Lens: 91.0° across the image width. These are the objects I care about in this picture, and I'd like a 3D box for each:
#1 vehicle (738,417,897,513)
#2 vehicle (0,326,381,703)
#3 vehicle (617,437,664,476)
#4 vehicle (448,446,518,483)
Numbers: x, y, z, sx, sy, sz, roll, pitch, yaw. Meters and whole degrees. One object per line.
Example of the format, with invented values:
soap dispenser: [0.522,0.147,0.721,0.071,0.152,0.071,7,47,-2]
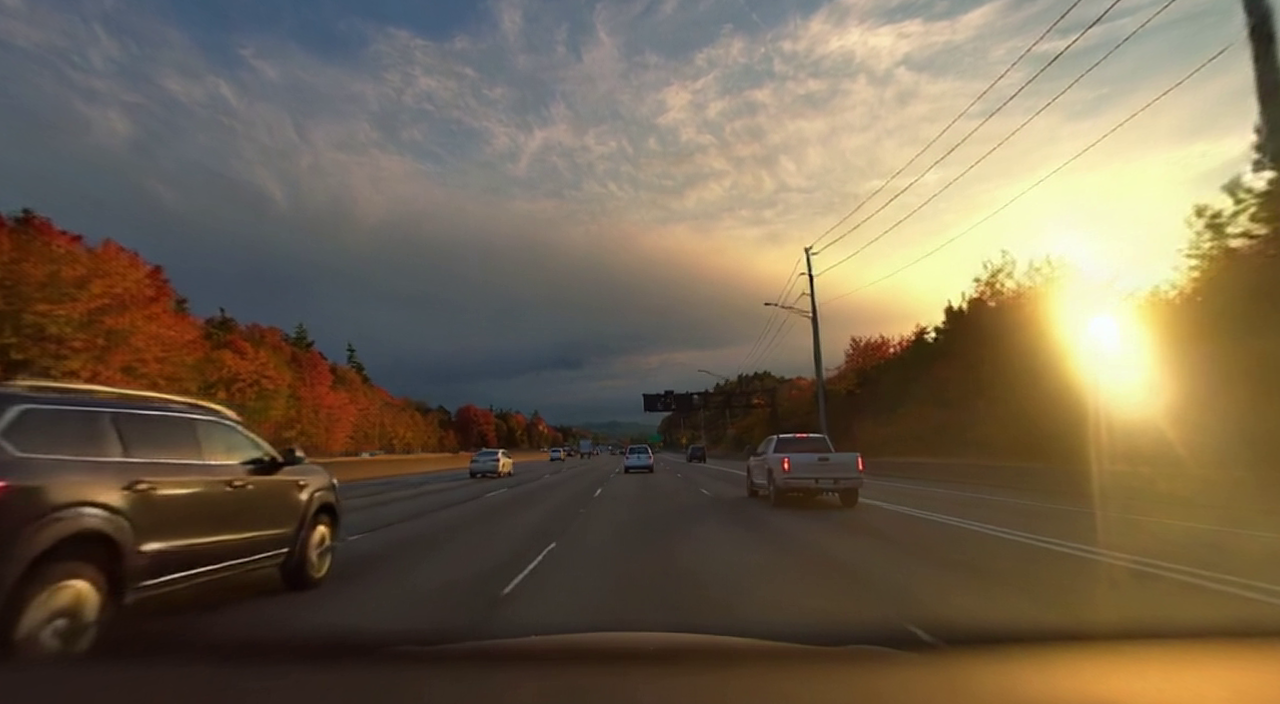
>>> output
vehicle: [4.190,2.833,16.194,2.388,1.998,5.749,0,-9,0]
vehicle: [-3.287,0.940,2.998,2.154,1.783,4.476,0,-9,0]
vehicle: [0.046,5.650,34.270,2.372,1.957,5.121,0,-9,0]
vehicle: [-7.047,5.095,28.777,2.014,1.526,4.577,0,-9,0]
